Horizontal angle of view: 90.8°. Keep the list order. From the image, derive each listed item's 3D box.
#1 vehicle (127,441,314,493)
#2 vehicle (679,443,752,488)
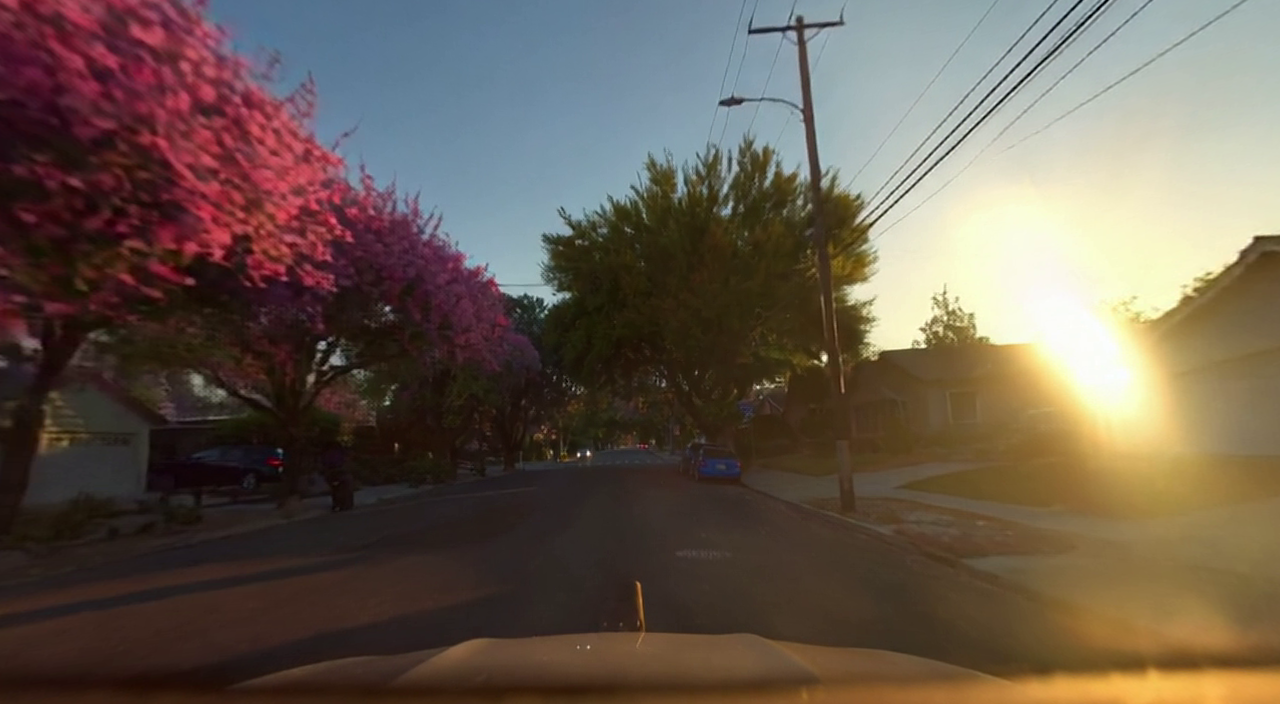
[{"bbox_3d":[-16.690,4.558,25.433,5.902,1.796,2.183,-1,-7,-3],"label":"vehicle"},{"bbox_3d":[2.652,4.092,23.252,2.022,1.455,4.406,0,-8,-1],"label":"vehicle"}]
